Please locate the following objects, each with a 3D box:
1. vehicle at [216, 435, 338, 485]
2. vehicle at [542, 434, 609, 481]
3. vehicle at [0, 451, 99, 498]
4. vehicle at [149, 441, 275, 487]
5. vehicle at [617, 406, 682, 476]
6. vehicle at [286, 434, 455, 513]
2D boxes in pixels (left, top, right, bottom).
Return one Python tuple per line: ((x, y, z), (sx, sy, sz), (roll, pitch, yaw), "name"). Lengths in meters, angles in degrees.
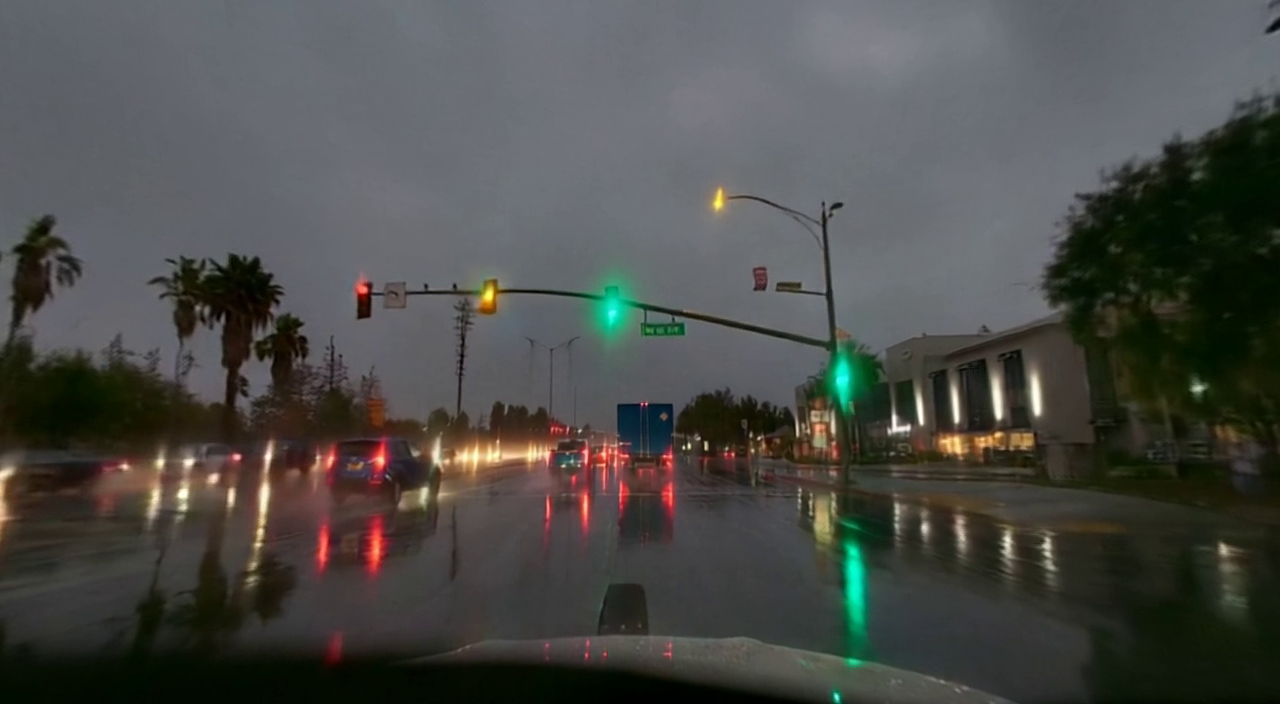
((-14.630, 4.460, 25.723), (2.040, 1.745, 4.899), (-3, -11, 1), "vehicle")
((-2.645, 4.487, 26.988), (2.178, 1.826, 4.933), (0, -9, 2), "vehicle")
((-21.406, 4.135, 21.404), (1.876, 1.479, 4.443), (0, -9, 1), "vehicle")
((-17.784, 4.647, 26.446), (2.004, 1.733, 4.599), (0, -9, 0), "vehicle")
((0.470, 4.633, 32.474), (2.993, 3.235, 6.692), (0, -9, 1), "vehicle")
((-6.351, 2.896, 15.547), (2.045, 1.630, 4.680), (0, -9, 1), "vehicle")
